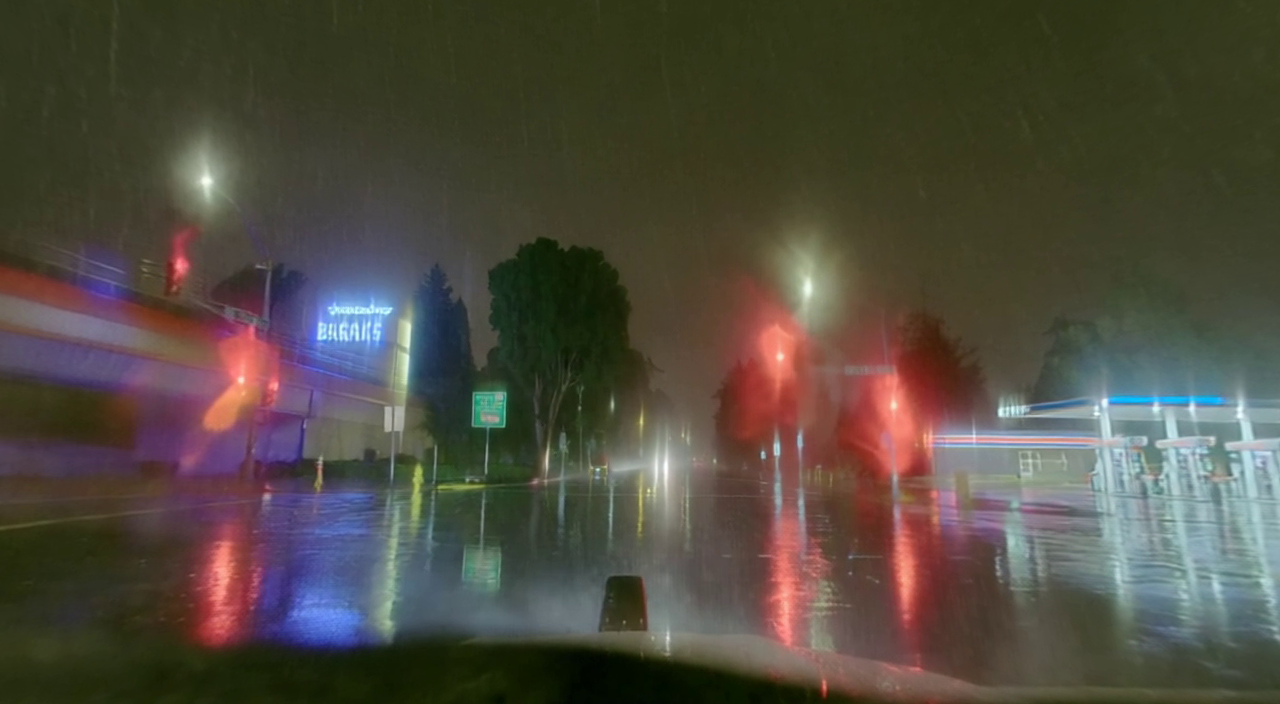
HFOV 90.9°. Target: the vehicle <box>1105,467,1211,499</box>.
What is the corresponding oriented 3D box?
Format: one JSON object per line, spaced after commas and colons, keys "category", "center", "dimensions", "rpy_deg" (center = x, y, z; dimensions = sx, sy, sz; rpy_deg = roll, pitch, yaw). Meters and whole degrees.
{"category": "vehicle", "center": [28.010, 7.073, 34.309], "dimensions": [1.897, 1.466, 4.211], "rpy_deg": [1, -8, -6]}
